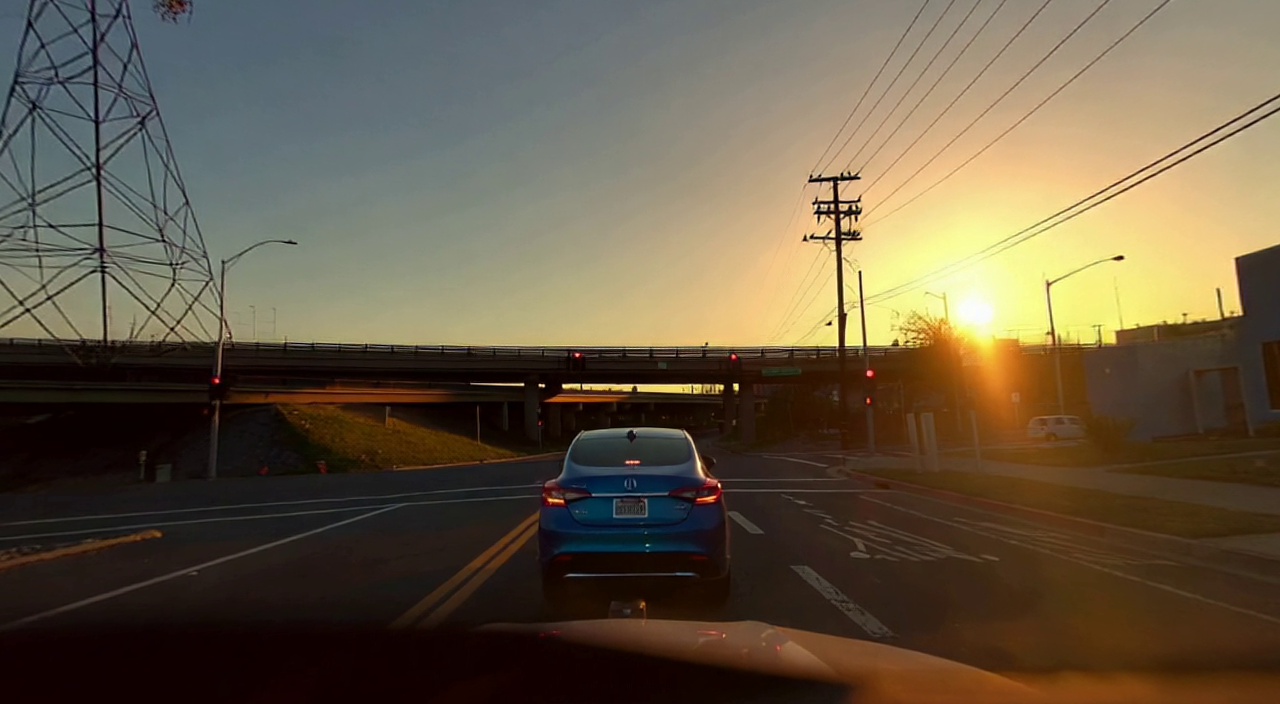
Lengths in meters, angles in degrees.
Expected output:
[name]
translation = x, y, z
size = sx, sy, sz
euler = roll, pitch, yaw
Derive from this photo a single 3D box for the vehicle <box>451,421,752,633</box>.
[vehicle]
translation = -0.232, 1.527, 6.472
size = 2.090, 1.458, 4.033
euler = -1, -9, 1
